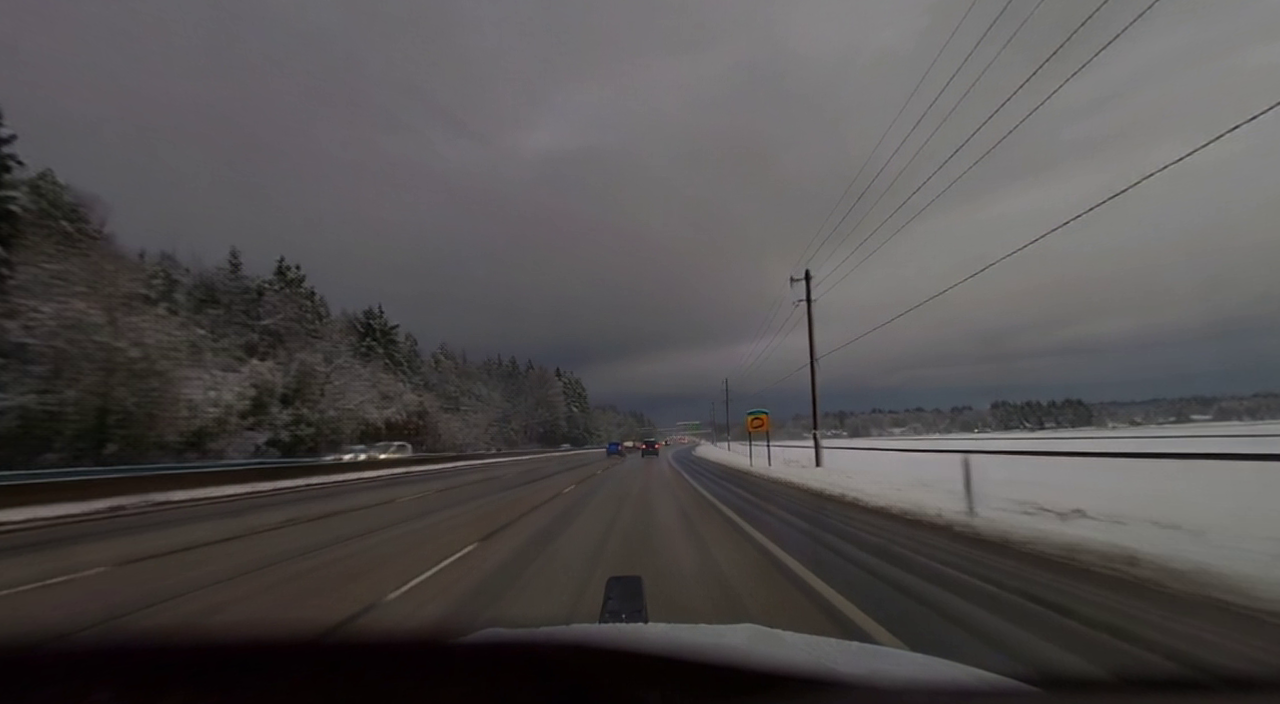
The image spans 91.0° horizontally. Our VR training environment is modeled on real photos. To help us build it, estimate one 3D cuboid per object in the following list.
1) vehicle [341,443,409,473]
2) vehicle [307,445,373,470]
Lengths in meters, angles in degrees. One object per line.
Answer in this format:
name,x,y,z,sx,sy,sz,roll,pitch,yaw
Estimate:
vehicle,-15.727,6.283,37.605,1.947,1.646,4.630,0,-8,1
vehicle,-19.816,6.969,41.751,2.156,1.525,4.354,0,-8,1
